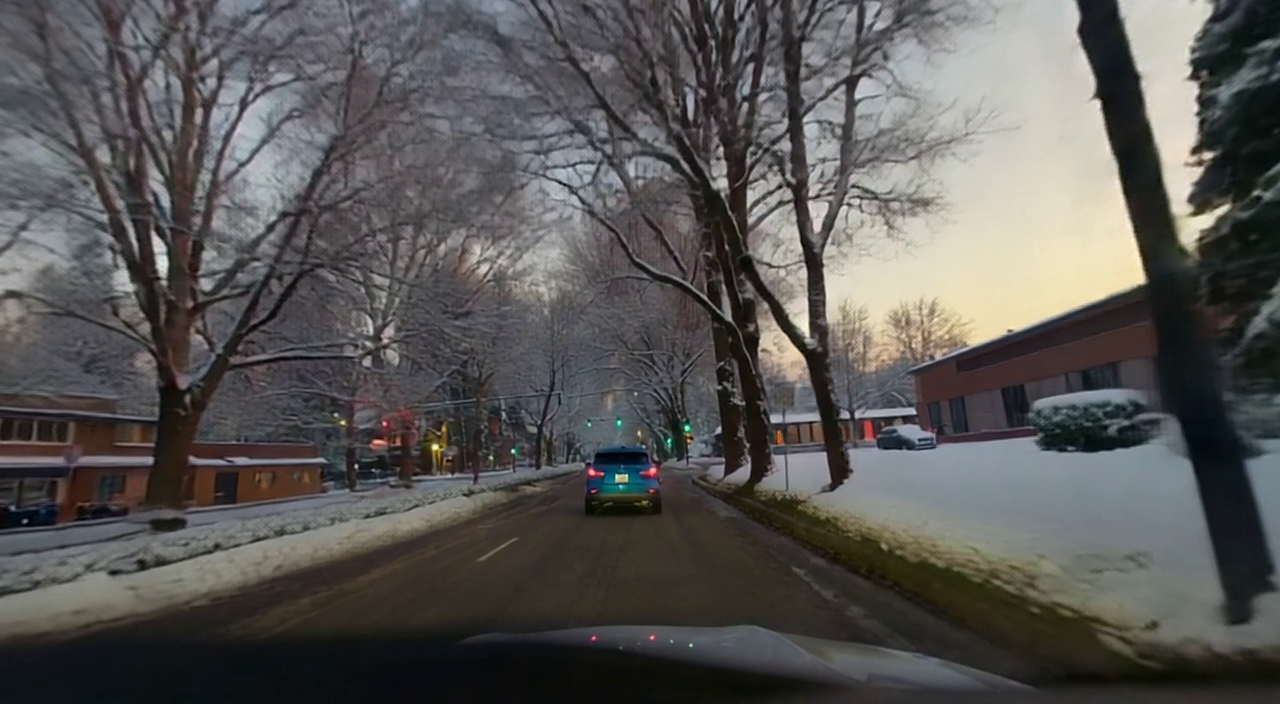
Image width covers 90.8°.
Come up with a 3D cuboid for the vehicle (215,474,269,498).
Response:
[{"bbox_3d":[-28.656,9.658,45.596,1.771,1.435,4.144,-3,-11,-9],"label":"vehicle"}]

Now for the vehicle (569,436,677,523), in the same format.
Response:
[{"bbox_3d":[-0.364,2.844,14.497,2.136,1.703,3.910,0,-9,-1],"label":"vehicle"}]

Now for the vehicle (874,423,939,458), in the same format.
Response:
[{"bbox_3d":[16.280,5.539,38.915,2.039,1.990,5.111,-1,-9,4],"label":"vehicle"}]
